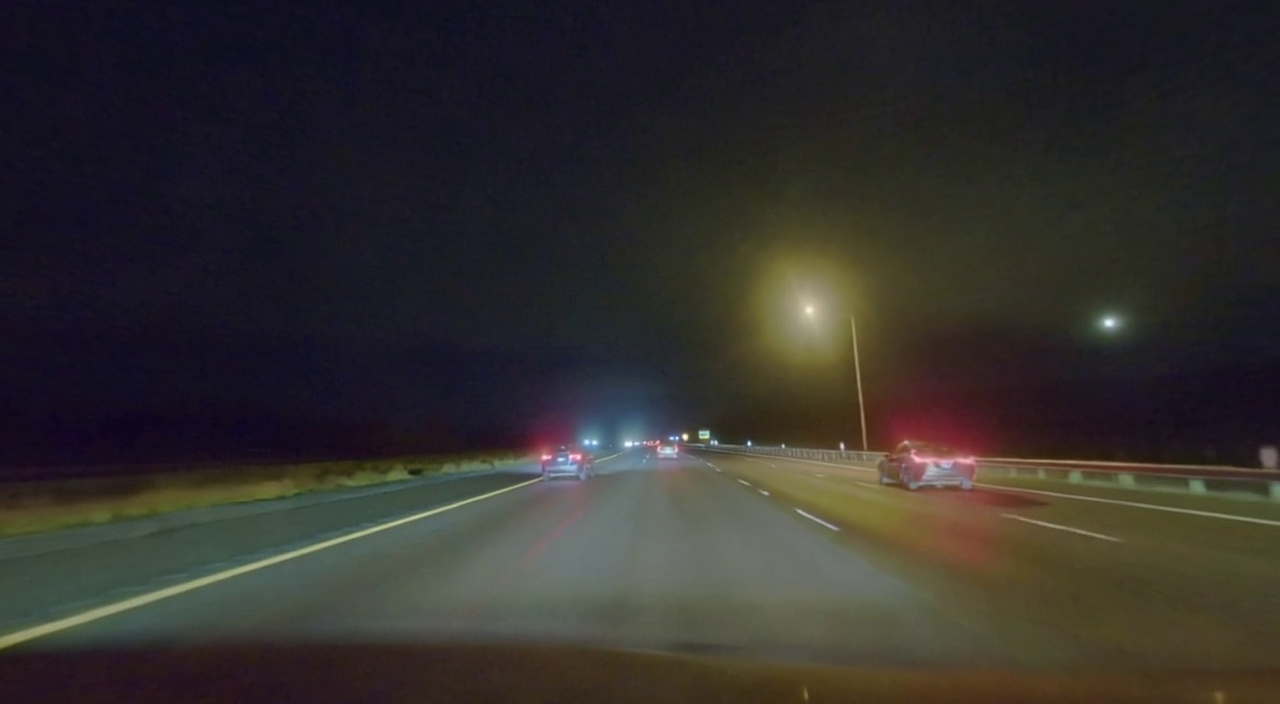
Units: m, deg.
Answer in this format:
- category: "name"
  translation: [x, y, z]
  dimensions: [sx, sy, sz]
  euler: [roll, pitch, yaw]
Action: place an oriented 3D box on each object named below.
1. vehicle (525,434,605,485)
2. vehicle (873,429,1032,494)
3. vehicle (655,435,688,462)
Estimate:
- category: "vehicle"
  translation: [-2.433, 3.643, 21.509]
  dimensions: [2.050, 1.546, 4.344]
  euler: [-1, -8, 2]
- category: "vehicle"
  translation: [8.314, 2.957, 17.373]
  dimensions: [1.870, 1.493, 5.015]
  euler: [0, -8, 1]
- category: "vehicle"
  translation: [2.064, 6.470, 42.107]
  dimensions: [2.063, 1.698, 4.355]
  euler: [0, -8, 2]
